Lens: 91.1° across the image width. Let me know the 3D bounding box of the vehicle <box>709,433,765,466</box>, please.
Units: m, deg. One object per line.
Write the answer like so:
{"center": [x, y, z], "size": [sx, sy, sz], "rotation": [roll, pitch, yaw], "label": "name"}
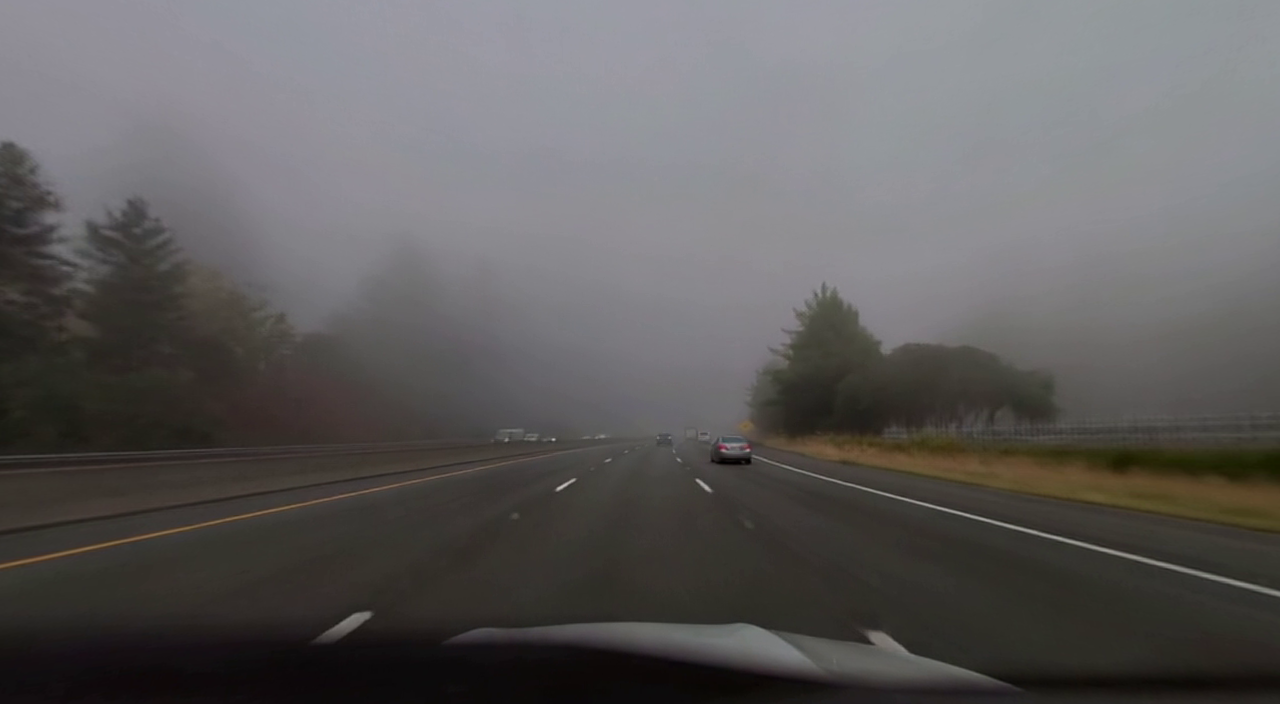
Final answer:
{"center": [4.494, 4.584, 29.778], "size": [1.982, 1.452, 4.294], "rotation": [0, -8, 0], "label": "vehicle"}
